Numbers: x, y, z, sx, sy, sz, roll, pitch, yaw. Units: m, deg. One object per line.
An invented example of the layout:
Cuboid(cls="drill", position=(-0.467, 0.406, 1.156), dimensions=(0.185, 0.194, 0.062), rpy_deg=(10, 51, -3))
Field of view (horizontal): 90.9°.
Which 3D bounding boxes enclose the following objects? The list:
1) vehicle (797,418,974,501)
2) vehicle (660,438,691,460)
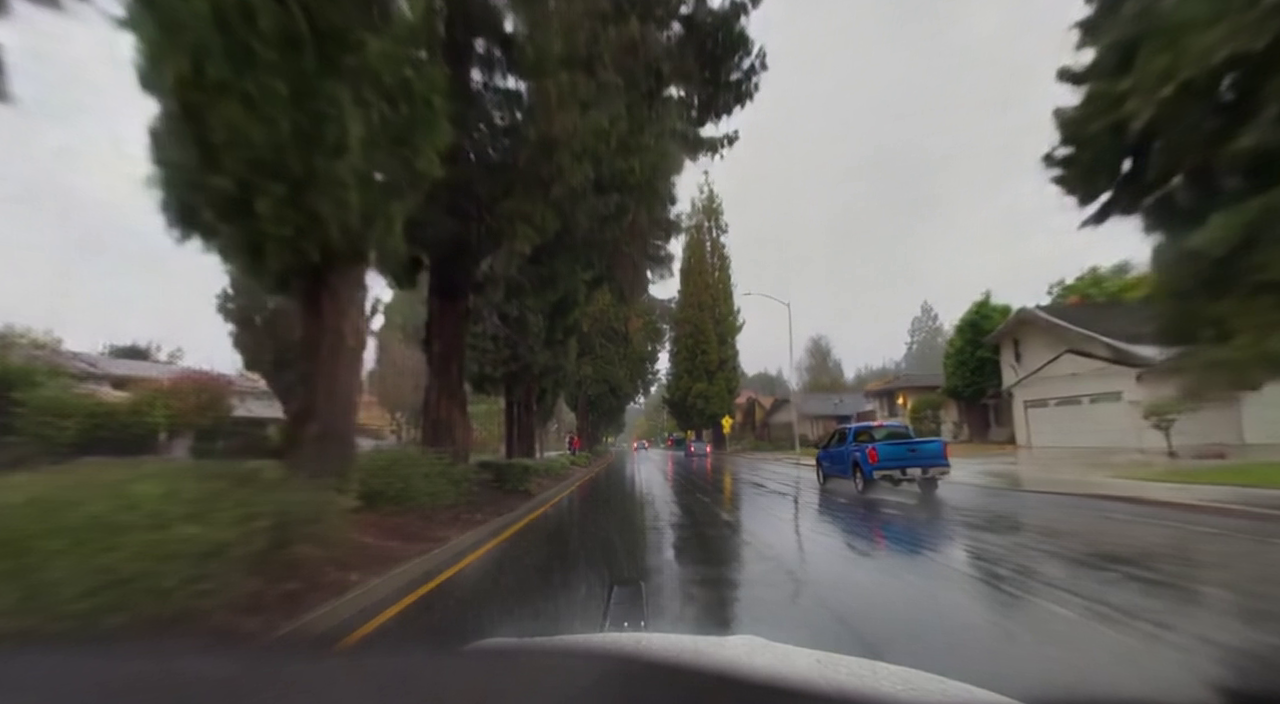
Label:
Cuboid(cls="vehicle", position=(6.041, 2.746, 16.539), dimensions=(2.262, 1.769, 5.666), rpy_deg=(0, -8, -1))
Cuboid(cls="vehicle", position=(2.750, 7.633, 49.850), dimensions=(2.061, 1.632, 4.222), rpy_deg=(0, -8, -2))
